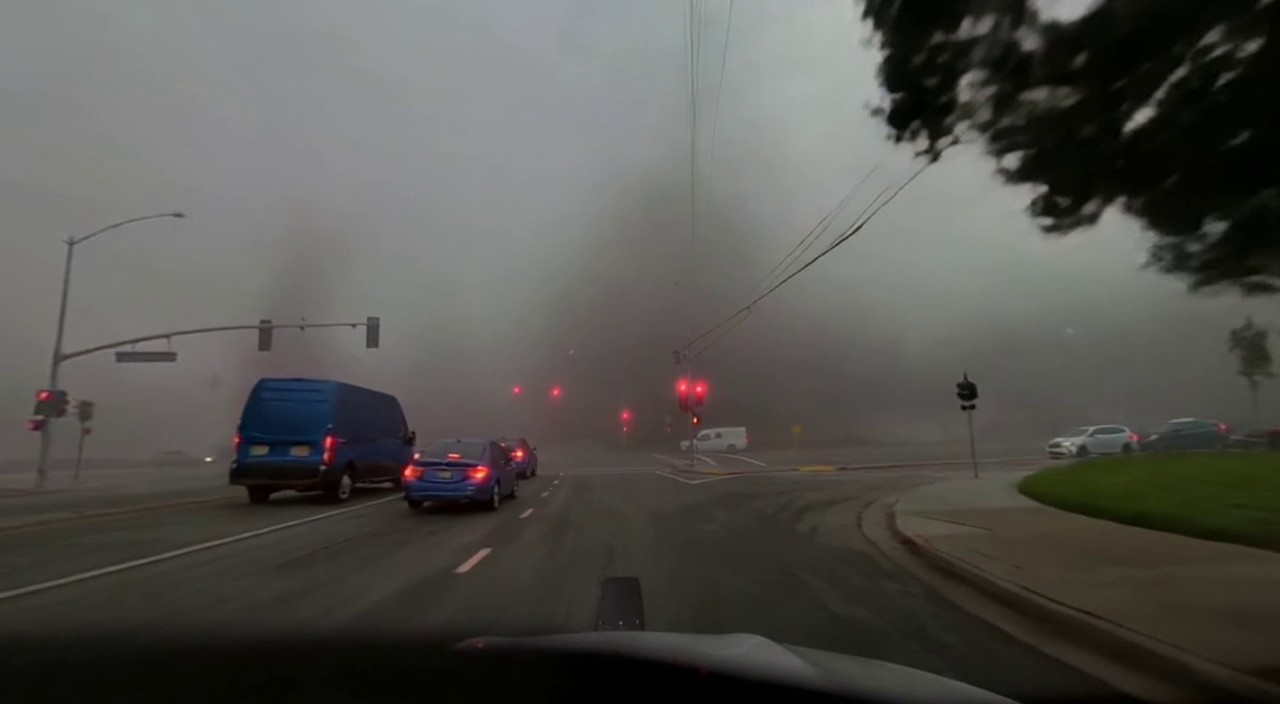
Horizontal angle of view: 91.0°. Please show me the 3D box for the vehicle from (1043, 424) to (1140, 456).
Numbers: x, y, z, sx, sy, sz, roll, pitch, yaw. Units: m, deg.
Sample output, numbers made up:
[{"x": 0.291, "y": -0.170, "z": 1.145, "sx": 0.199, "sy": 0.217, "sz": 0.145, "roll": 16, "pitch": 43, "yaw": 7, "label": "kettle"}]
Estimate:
[{"x": 21.929, "y": 4.301, "z": 30.613, "sx": 3.718, "sy": 1.480, "sz": 1.981, "roll": 4, "pitch": -9, "yaw": -20, "label": "vehicle"}]

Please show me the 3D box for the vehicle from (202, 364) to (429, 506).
[{"x": -7.790, "y": 2.217, "z": 16.380, "sx": 2.461, "sy": 2.889, "sz": 6.776, "roll": 1, "pitch": -9, "yaw": -2, "label": "vehicle"}]

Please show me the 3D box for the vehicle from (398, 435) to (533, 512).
[{"x": -3.797, "y": 2.731, "z": 14.612, "sx": 2.019, "sy": 1.485, "sz": 4.565, "roll": 1, "pitch": -9, "yaw": -3, "label": "vehicle"}]

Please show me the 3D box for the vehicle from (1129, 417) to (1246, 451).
[{"x": 28.308, "y": 4.285, "z": 32.701, "sx": 4.056, "sy": 1.659, "sz": 1.881, "roll": -2, "pitch": -9, "yaw": 13, "label": "vehicle"}]
